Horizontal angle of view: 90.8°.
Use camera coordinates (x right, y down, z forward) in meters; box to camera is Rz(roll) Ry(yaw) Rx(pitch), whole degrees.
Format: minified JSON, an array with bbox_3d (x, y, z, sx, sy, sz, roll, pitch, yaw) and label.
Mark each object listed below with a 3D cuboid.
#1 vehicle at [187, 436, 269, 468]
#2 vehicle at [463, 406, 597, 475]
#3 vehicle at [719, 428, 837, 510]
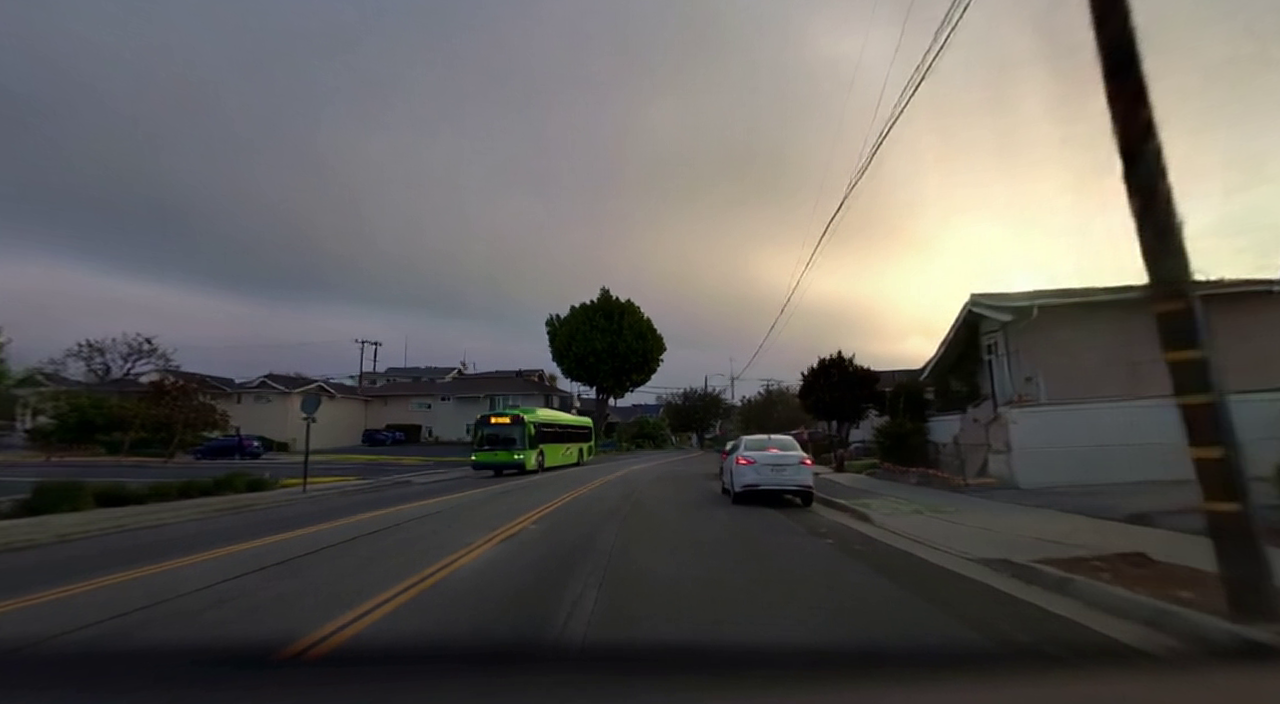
[{"bbox_3d":[-24.422,5.973,37.696,2.006,1.766,4.685,1,-9,-5],"label":"vehicle"},{"bbox_3d":[-5.594,5.104,35.890,3.577,3.168,13.108,-1,-9,8],"label":"vehicle"},{"bbox_3d":[2.972,2.623,14.548,1.984,1.601,3.994,-1,-9,3],"label":"vehicle"}]
